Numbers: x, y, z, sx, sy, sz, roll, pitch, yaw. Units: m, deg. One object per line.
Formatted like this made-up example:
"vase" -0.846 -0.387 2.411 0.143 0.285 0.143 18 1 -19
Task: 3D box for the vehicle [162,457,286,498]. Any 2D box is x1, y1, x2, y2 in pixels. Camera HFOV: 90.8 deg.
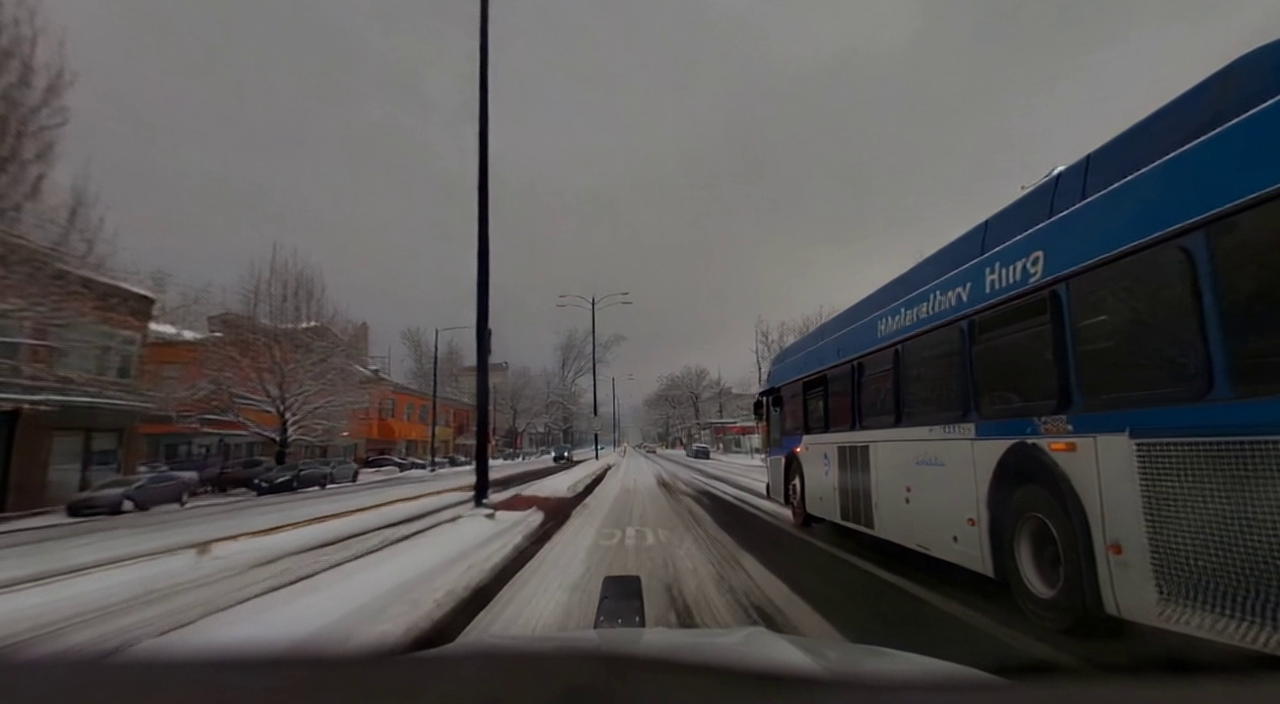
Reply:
"vehicle" -19.363 5.820 29.545 4.325 1.777 1.948 0 -9 -1

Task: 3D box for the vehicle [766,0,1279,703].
"vehicle" 4.164 0.471 5.554 3.194 3.345 12.428 0 -8 -2

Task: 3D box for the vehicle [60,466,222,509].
"vehicle" -19.062 5.180 24.308 4.522 1.469 1.840 1 -9 -3

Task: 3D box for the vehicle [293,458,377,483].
"vehicle" -19.642 7.639 40.820 4.409 1.508 1.803 1 -9 -3
